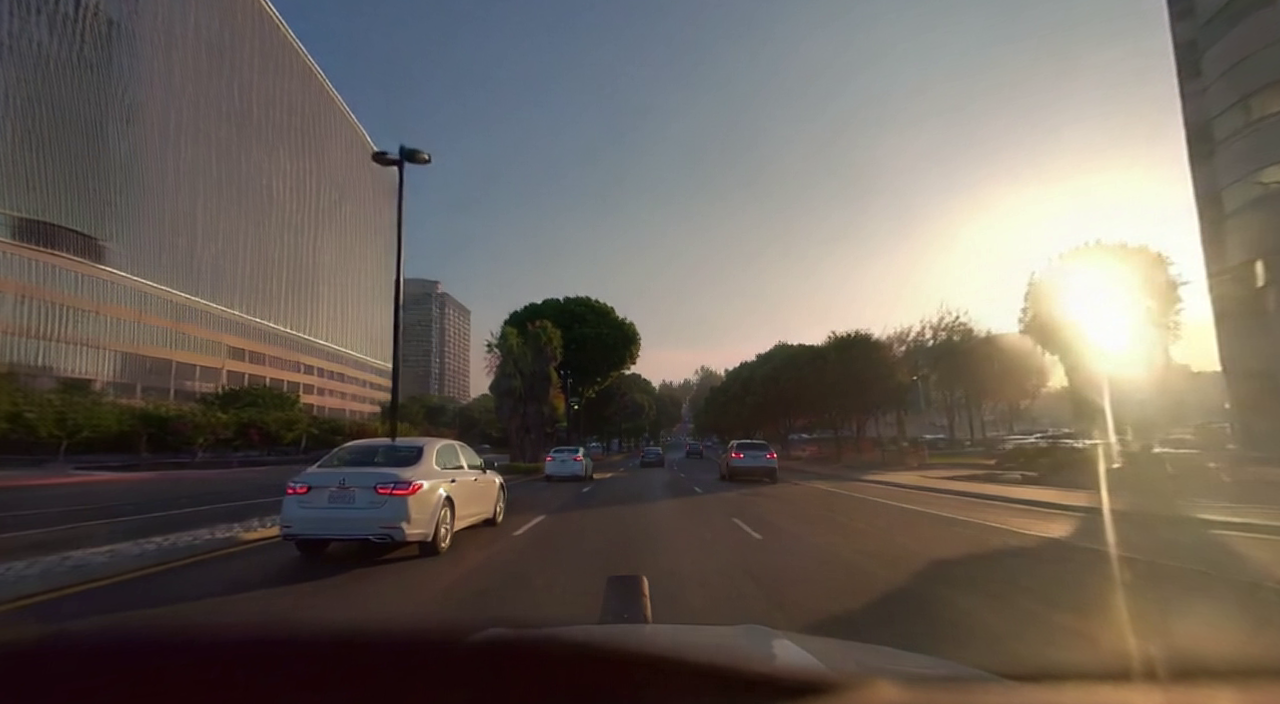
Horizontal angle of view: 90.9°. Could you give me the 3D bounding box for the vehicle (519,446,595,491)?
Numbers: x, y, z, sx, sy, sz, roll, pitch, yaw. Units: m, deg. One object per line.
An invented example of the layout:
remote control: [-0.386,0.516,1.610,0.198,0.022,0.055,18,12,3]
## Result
vehicle: [-2.894,4.158,22.934,1.980,1.454,4.226,-1,-9,3]

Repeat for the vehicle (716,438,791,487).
vehicle: [4.296,4.255,24.493,2.103,1.699,4.171,0,-9,0]

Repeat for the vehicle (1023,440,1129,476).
vehicle: [18.041,4.383,26.133,3.368,1.389,1.595,2,-9,-11]

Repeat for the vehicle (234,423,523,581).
vehicle: [-3.069,1.867,8.676,2.118,1.568,4.436,0,-9,-1]

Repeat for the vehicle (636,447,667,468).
vehicle: [0.887,7.778,46.575,2.164,1.477,3.988,-1,-9,2]
